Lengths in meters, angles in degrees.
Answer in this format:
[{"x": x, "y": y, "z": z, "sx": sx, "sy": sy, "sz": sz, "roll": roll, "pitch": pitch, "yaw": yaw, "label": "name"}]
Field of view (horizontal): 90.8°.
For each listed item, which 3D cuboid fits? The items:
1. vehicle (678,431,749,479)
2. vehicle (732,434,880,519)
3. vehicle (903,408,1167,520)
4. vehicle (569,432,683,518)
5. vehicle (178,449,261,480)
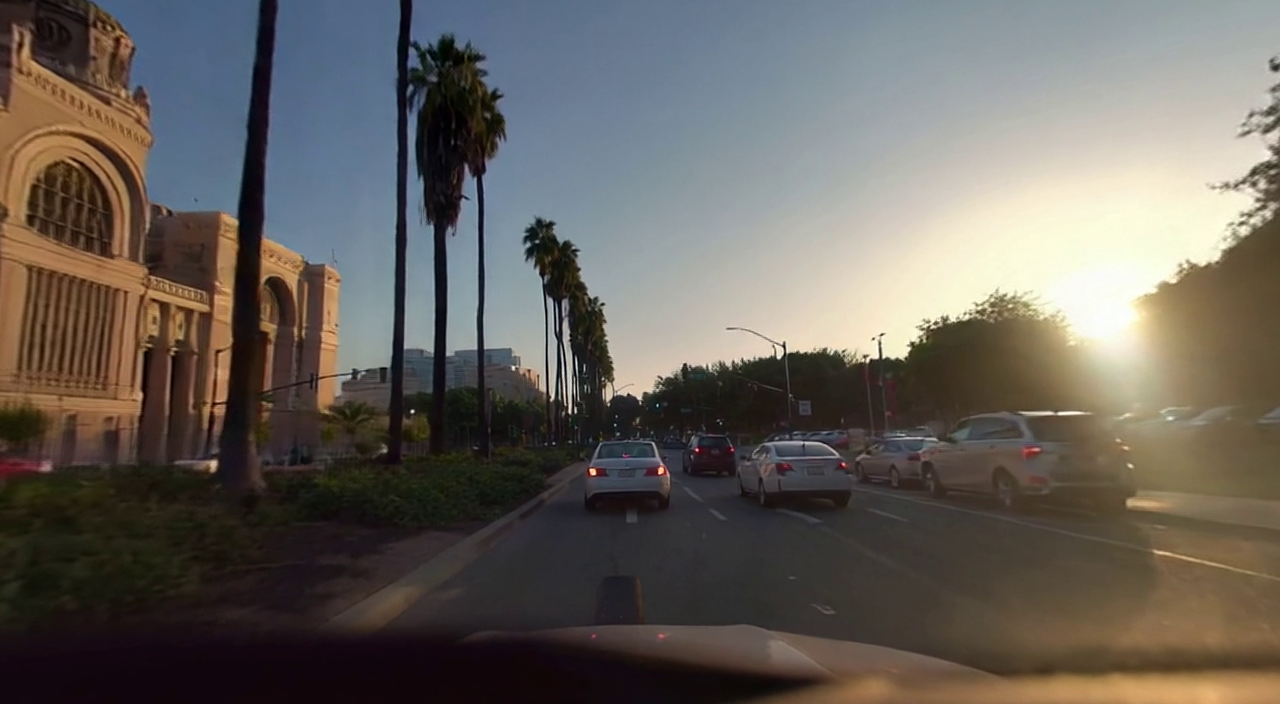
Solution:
[{"x": 3.109, "y": 4.613, "z": 28.708, "sx": 2.127, "sy": 1.854, "sz": 7.971, "roll": 0, "pitch": -8, "yaw": -1, "label": "vehicle"}, {"x": 3.225, "y": 2.500, "z": 13.222, "sx": 1.833, "sy": 1.465, "sz": 4.258, "roll": 0, "pitch": -8, "yaw": -2, "label": "vehicle"}, {"x": 7.977, "y": 2.251, "z": 13.627, "sx": 2.200, "sy": 1.933, "sz": 5.123, "roll": 0, "pitch": -7, "yaw": -3, "label": "vehicle"}, {"x": -0.275, "y": 2.490, "z": 13.265, "sx": 2.050, "sy": 1.521, "sz": 3.747, "roll": 0, "pitch": -8, "yaw": -1, "label": "vehicle"}, {"x": -24.580, "y": 6.582, "z": 37.153, "sx": 1.870, "sy": 1.636, "sz": 4.375, "roll": 0, "pitch": -8, "yaw": 0, "label": "vehicle"}]
